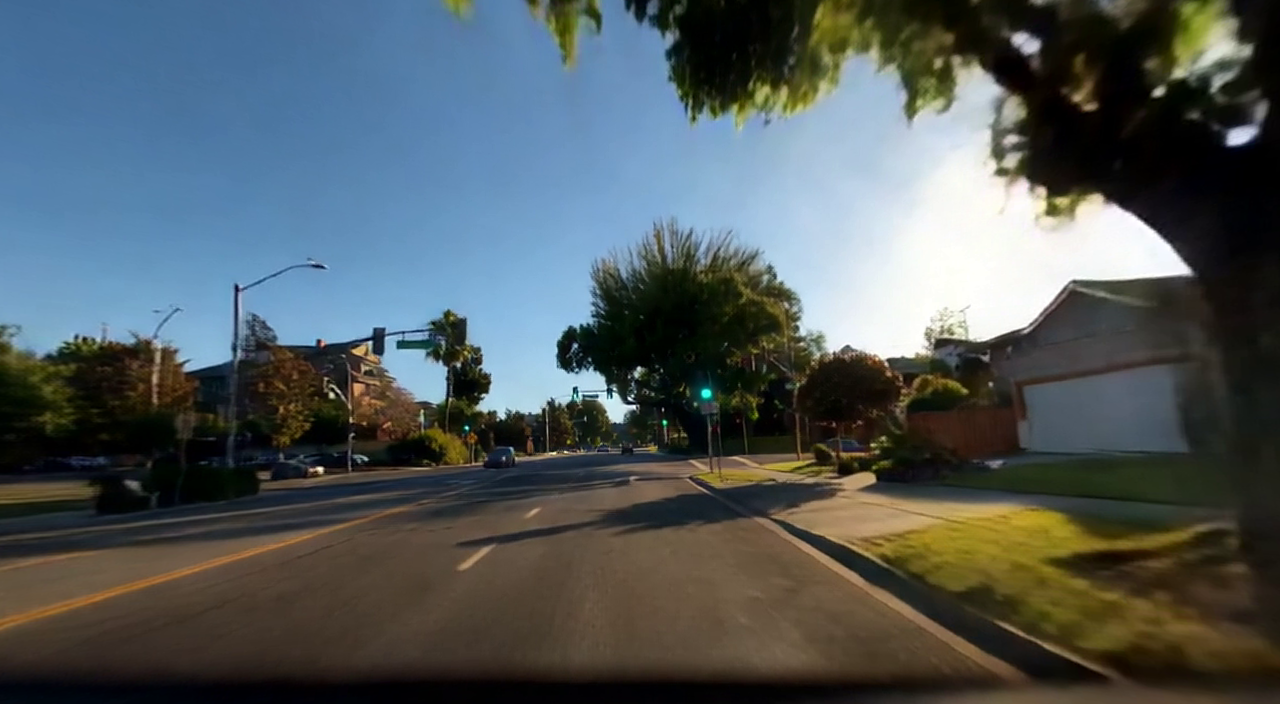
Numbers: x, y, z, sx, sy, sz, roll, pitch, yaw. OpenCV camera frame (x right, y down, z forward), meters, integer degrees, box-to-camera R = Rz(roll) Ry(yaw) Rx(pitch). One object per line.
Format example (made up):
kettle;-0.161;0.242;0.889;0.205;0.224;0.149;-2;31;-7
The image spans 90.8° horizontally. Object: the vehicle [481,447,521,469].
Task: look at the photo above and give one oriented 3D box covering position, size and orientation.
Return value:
vehicle;-10.693;8.159;48.871;2.035;1.461;4.465;-4;-9;0
